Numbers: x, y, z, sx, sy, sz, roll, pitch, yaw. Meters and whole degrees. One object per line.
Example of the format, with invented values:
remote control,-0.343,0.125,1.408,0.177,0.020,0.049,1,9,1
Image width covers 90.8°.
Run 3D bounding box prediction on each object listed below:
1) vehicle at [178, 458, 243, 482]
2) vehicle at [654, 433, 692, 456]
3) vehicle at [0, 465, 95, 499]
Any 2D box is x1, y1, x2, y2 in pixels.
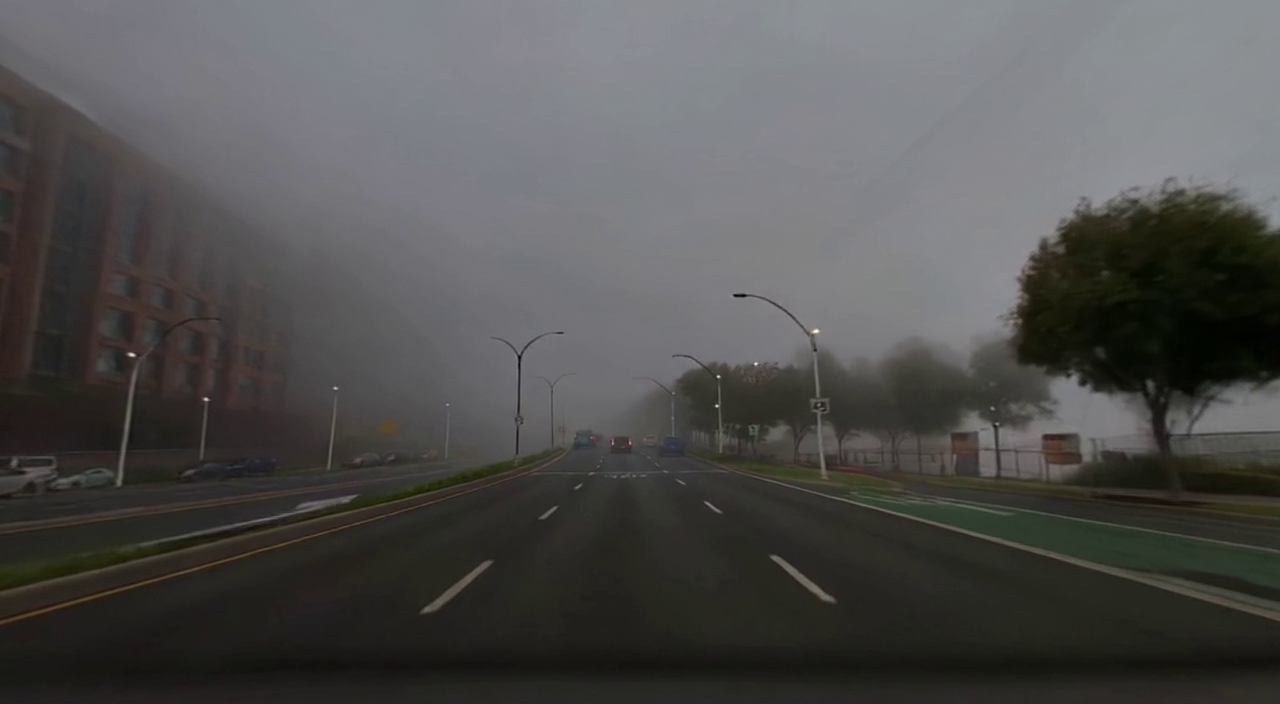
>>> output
vehicle,-29.948,8.212,44.198,1.764,1.476,4.121,-1,-9,-3
vehicle,2.188,6.346,43.258,2.090,1.506,4.382,0,-8,-3
vehicle,-29.679,6.401,31.286,1.732,1.427,4.059,-1,-9,0
